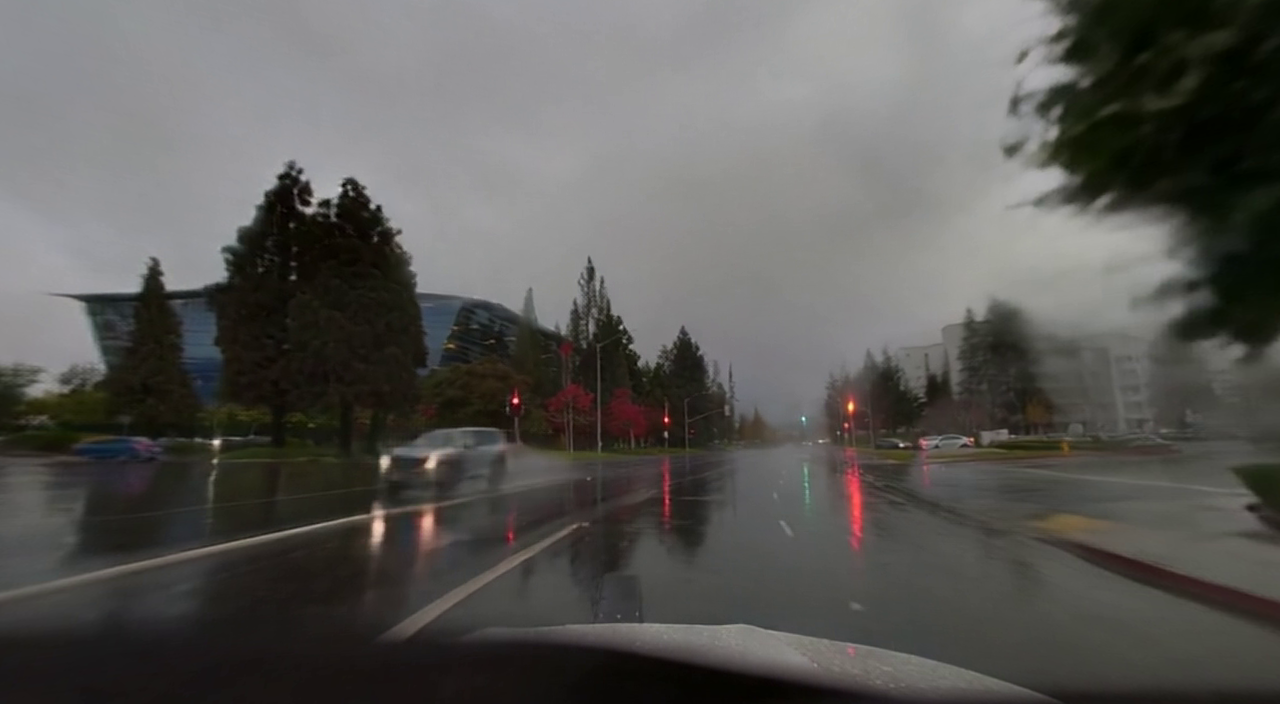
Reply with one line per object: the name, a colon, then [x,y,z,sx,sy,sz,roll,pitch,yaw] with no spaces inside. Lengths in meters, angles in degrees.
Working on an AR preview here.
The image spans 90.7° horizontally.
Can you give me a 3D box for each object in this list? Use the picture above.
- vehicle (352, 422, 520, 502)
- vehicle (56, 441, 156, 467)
vehicle: [-4.882,2.733,16.043,2.117,1.683,4.565,-2,-9,10]
vehicle: [-39.267,7.520,46.735,1.981,1.755,5.271,-1,-9,15]
